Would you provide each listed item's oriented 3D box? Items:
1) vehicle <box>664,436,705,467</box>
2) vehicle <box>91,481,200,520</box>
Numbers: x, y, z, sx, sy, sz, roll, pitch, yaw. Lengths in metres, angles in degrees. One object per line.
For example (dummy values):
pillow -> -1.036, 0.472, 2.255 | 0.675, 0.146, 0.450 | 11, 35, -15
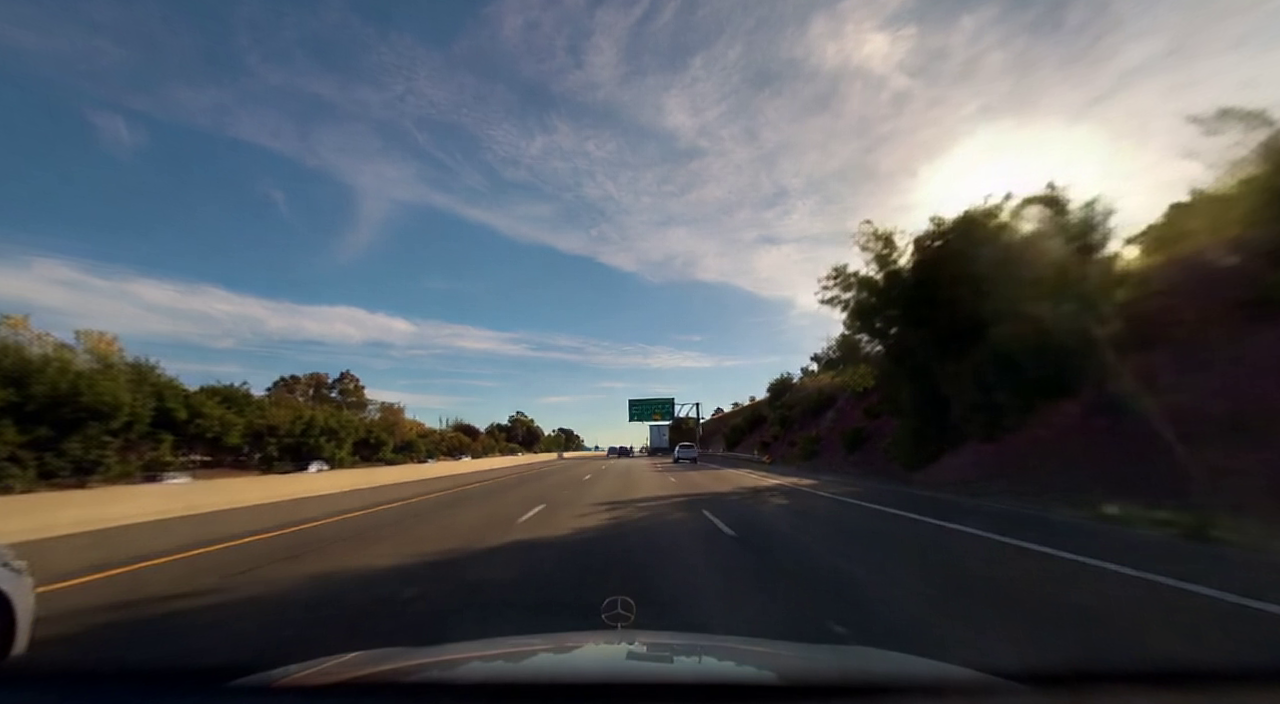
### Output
vehicle -> 2.635, 6.103, 38.854 | 2.065, 1.760, 4.488 | 0, -8, -2
vehicle -> -29.946, 8.993, 38.527 | 2.269, 1.779, 5.254 | 1, -8, 1
